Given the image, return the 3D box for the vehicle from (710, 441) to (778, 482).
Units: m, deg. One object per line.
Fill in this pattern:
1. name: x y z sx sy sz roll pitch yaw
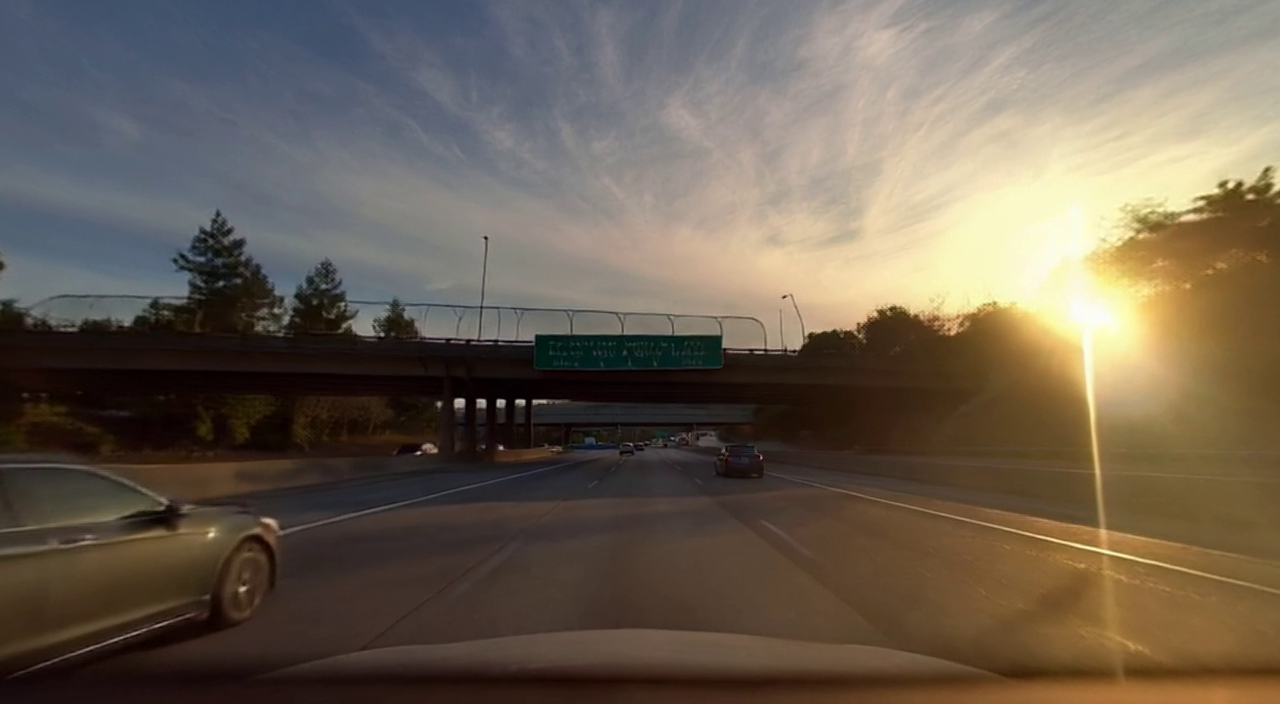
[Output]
1. vehicle: 4.025 4.289 25.079 1.908 1.483 4.259 0 -8 -1

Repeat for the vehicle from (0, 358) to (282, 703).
1. vehicle: -3.799 0.813 2.120 2.259 1.706 4.924 0 -8 0
